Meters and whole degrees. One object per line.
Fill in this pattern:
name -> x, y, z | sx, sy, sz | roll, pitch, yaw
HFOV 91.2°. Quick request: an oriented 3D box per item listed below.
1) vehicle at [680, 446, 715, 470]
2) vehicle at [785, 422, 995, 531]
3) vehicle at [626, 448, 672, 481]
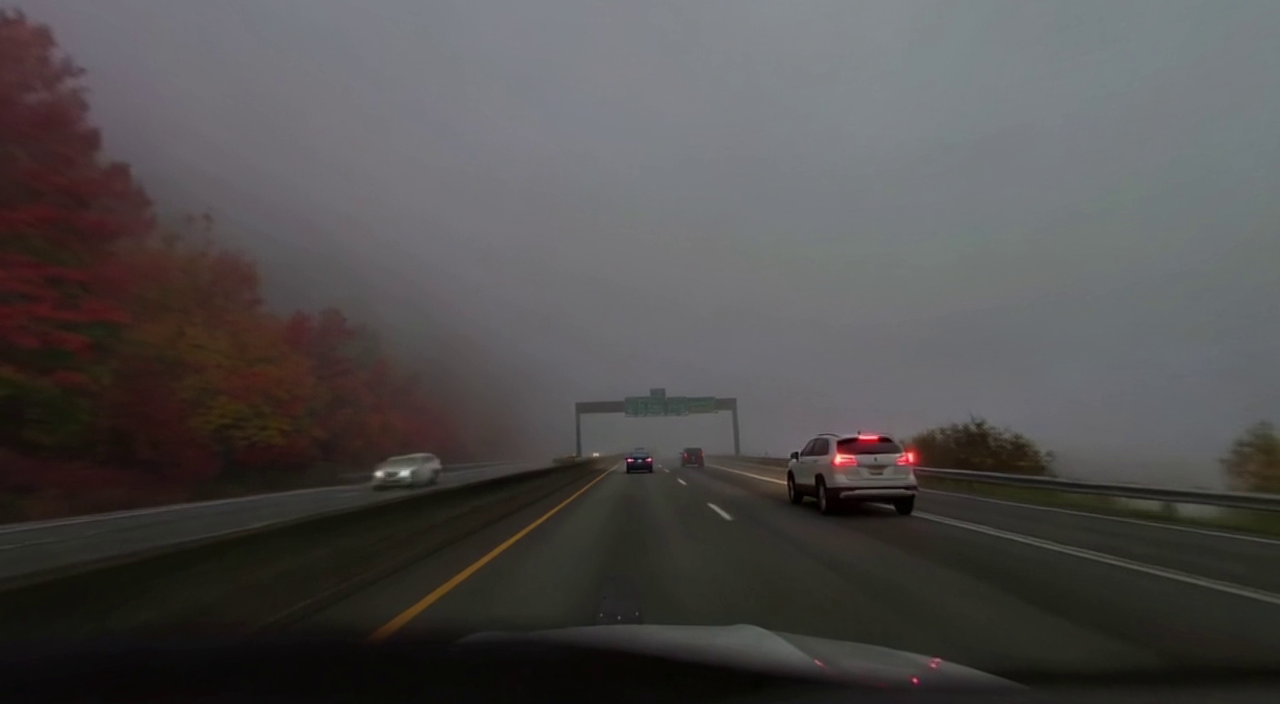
vehicle -> 3.881, 7.275, 43.115 | 1.959, 1.528, 4.207 | 0, -9, -1
vehicle -> 4.522, 2.347, 12.291 | 2.250, 1.718, 4.358 | 0, -9, -1
vehicle -> 0.376, 5.246, 29.493 | 2.037, 1.418, 3.793 | 0, -9, -1
